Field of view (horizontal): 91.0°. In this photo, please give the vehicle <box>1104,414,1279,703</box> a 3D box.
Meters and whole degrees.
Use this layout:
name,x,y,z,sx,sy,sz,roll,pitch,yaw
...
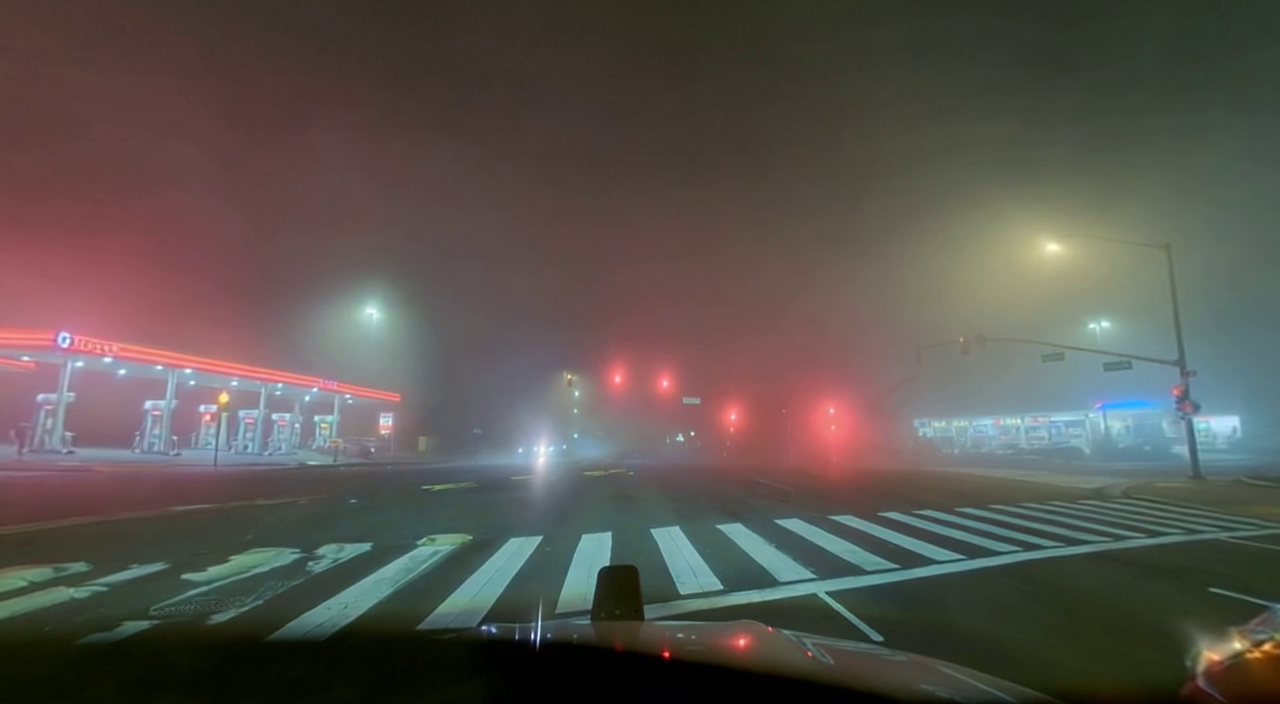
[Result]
name,x,y,z,sx,sy,sz,roll,pitch,yaw
vehicle,3.313,0.728,0.816,2.023,1.437,4.477,0,-9,0
